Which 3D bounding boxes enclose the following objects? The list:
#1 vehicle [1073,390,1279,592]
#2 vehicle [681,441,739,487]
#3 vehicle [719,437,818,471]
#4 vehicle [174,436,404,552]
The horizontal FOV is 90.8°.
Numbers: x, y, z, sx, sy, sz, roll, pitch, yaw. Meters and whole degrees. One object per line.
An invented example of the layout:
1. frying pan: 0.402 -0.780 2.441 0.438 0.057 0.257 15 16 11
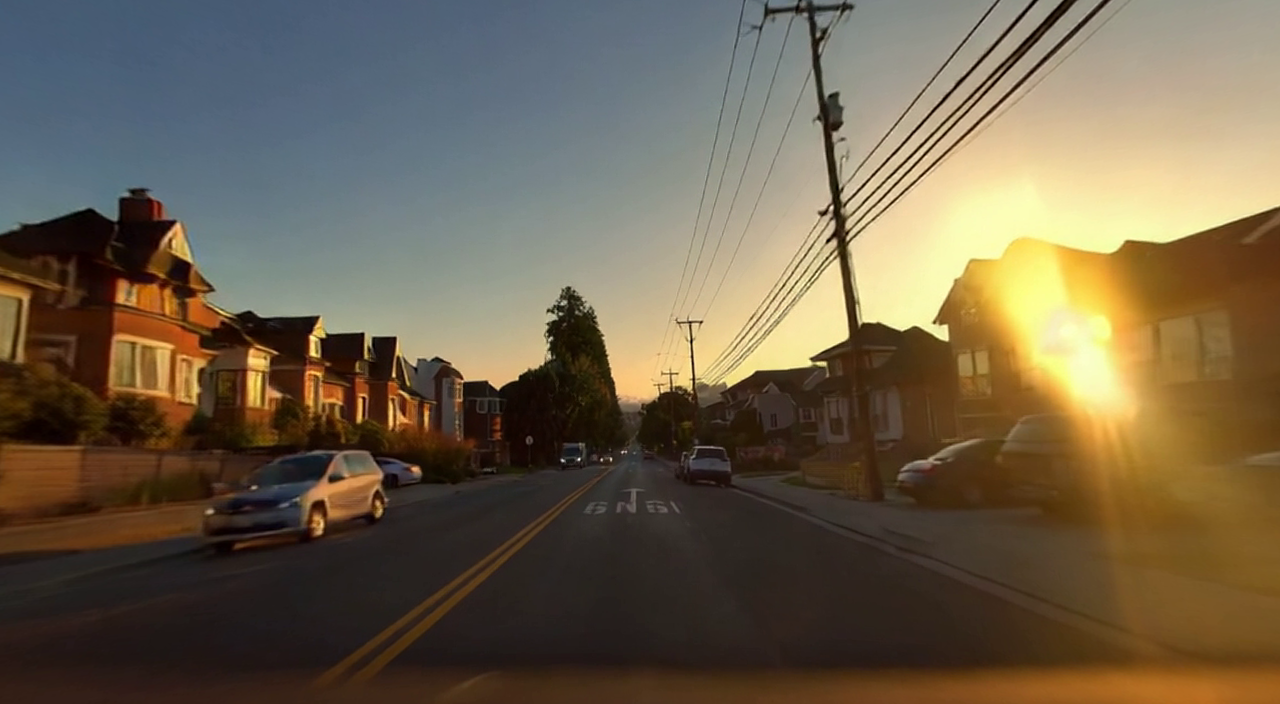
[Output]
1. vehicle: 6.912 1.113 5.209 2.764 1.753 5.704 -3 -7 2
2. vehicle: 2.850 4.678 26.686 1.945 1.792 3.903 0 -8 -1
3. vehicle: 7.422 5.959 36.983 5.288 1.871 2.148 0 -8 0
4. vehicle: -6.488 2.668 12.463 2.056 1.741 4.532 -2 -10 -2
